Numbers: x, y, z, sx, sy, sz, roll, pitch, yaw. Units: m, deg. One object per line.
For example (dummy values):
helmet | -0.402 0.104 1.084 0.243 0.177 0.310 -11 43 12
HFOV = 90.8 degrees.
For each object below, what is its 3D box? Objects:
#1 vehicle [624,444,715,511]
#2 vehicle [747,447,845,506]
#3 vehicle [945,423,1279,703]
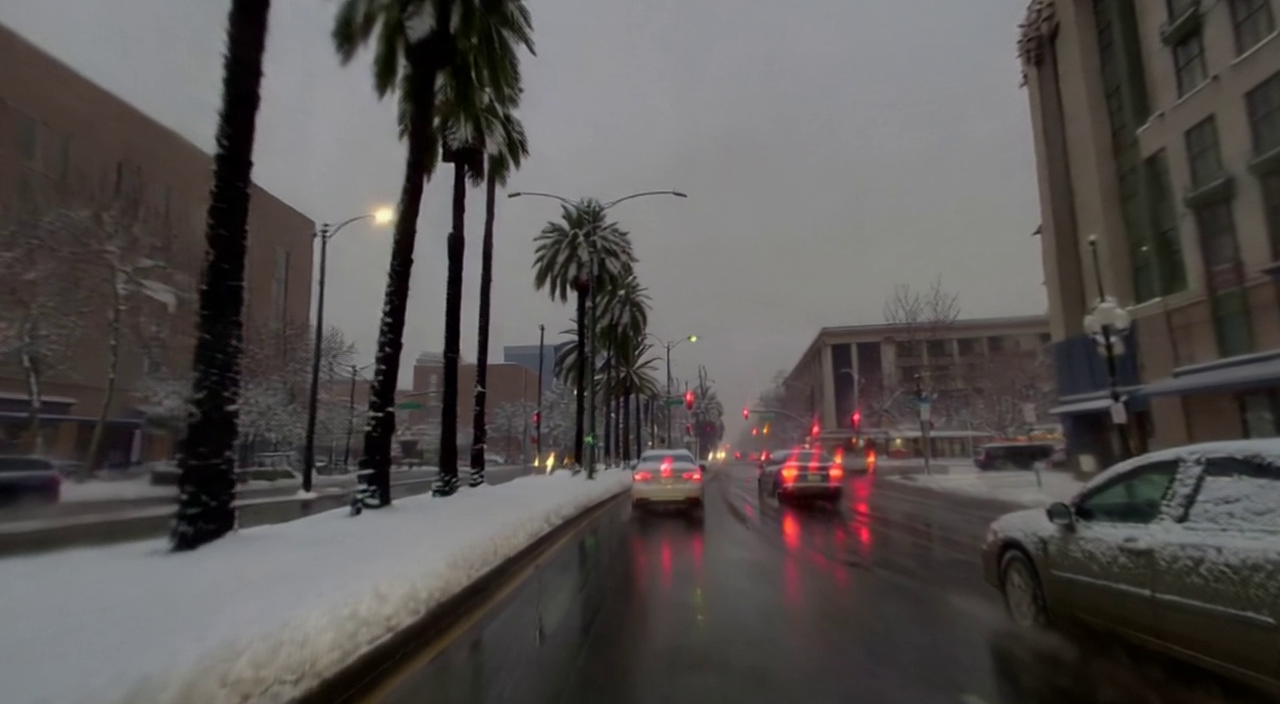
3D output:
vehicle | 0.806 3.159 16.323 2.078 1.503 3.681 -1 -9 4
vehicle | 4.357 3.507 18.347 1.920 1.490 4.417 -1 -9 3
vehicle | 3.796 1.199 3.746 1.913 1.469 4.425 -1 -9 3
